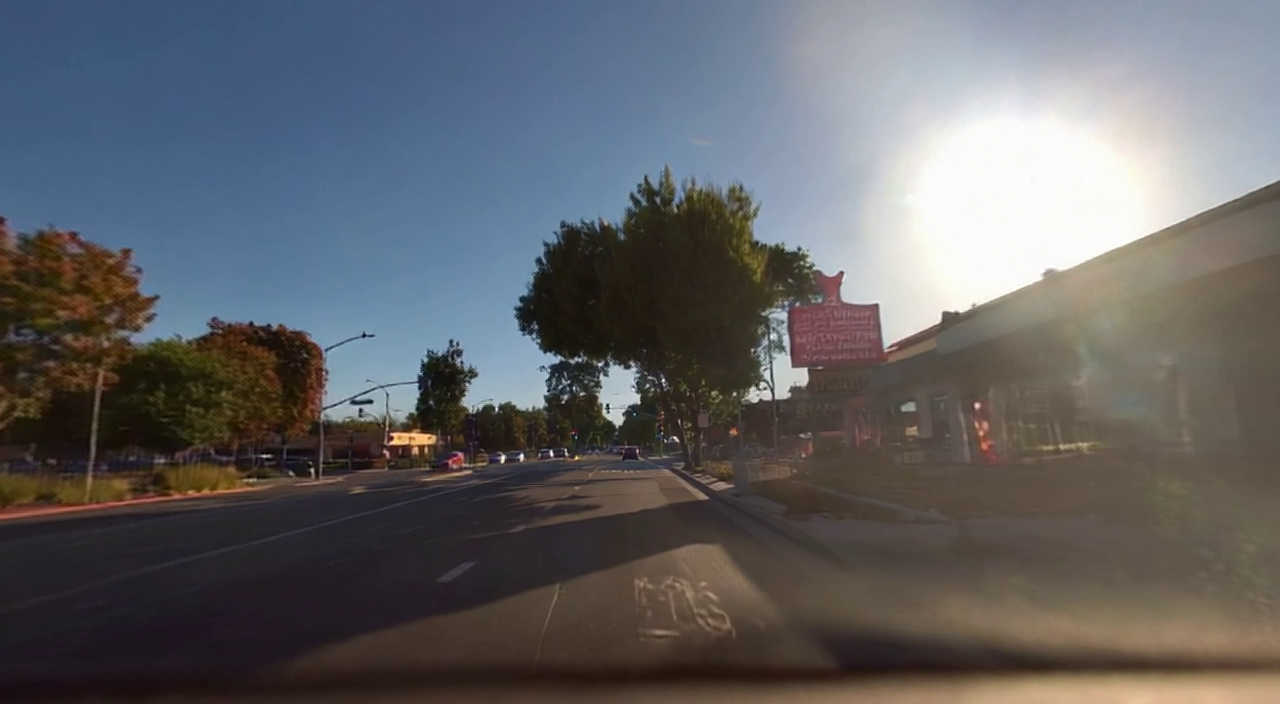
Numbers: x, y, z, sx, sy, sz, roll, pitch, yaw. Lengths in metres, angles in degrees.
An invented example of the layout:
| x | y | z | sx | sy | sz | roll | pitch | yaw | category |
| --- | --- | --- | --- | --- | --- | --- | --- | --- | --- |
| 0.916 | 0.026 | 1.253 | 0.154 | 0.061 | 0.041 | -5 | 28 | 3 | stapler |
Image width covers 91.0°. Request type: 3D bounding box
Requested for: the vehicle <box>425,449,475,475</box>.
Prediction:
| x | y | z | sx | sy | sz | roll | pitch | yaw | category |
| --- | --- | --- | --- | --- | --- | --- | --- | --- | --- |
| -13.257 | 7.695 | 44.214 | 2.145 | 1.660 | 4.423 | 0 | -9 | 0 | vehicle |

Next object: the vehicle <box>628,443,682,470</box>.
| x | y | z | sx | sy | sz | roll | pitch | yaw | category |
| --- | --- | --- | --- | --- | --- | --- | --- | --- | --- |
| 1.071 | 6.742 | 40.845 | 2.191 | 1.607 | 4.361 | -3 | -9 | 21 | vehicle |
